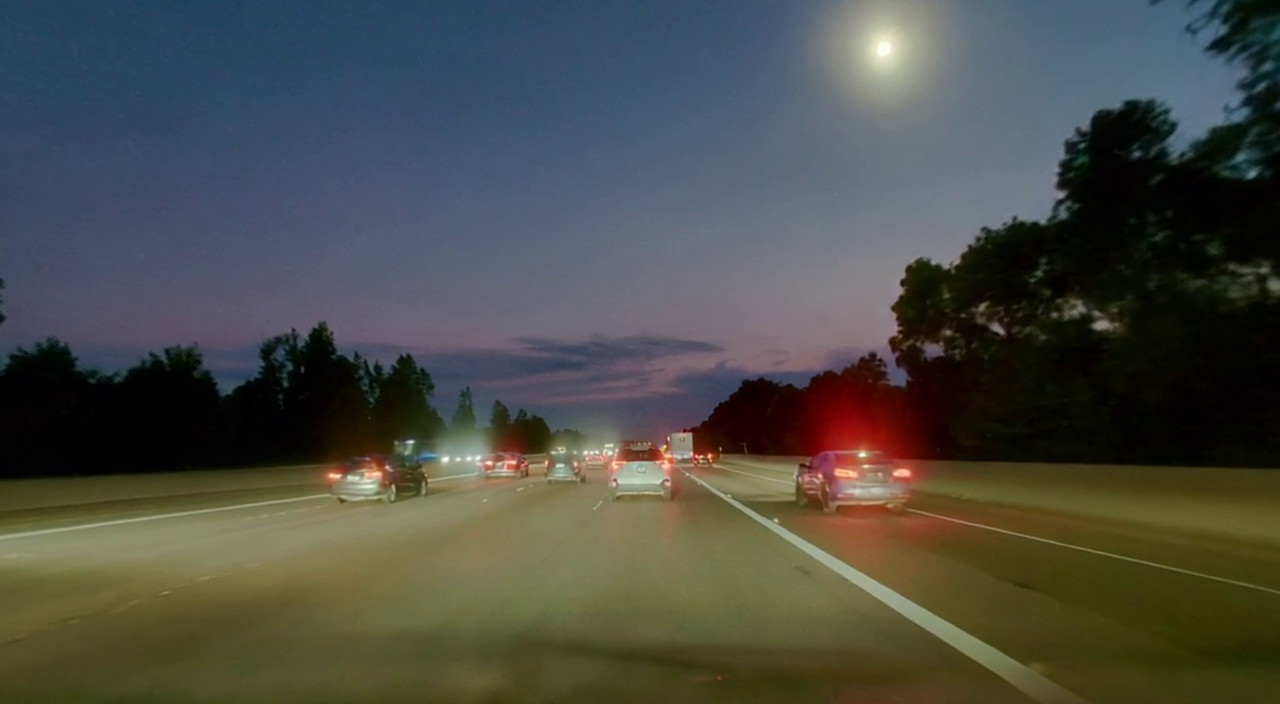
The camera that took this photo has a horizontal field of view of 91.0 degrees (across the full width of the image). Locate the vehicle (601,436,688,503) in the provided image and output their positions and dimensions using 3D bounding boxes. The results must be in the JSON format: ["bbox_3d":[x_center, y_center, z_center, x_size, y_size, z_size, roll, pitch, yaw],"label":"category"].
[{"bbox_3d":[0.151,3.350,18.395,2.223,1.722,4.177,0,-9,1],"label":"vehicle"}]

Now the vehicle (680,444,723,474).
[{"bbox_3d":[3.965,6.980,41.336,2.175,1.830,5.173,0,-9,-1],"label":"vehicle"}]

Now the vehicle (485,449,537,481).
[{"bbox_3d":[-7.063,6.196,34.785,1.931,1.617,4.060,0,-9,1],"label":"vehicle"}]

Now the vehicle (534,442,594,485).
[{"bbox_3d":[-3.365,5.026,28.776,2.142,1.808,4.266,0,-9,1],"label":"vehicle"}]

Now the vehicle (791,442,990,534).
[{"bbox_3d":[4.625,2.554,12.575,2.006,1.474,4.669,0,-9,0],"label":"vehicle"}]

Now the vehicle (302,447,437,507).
[{"bbox_3d":[-7.698,3.561,18.479,1.927,1.514,4.474,0,-9,1],"label":"vehicle"}]
